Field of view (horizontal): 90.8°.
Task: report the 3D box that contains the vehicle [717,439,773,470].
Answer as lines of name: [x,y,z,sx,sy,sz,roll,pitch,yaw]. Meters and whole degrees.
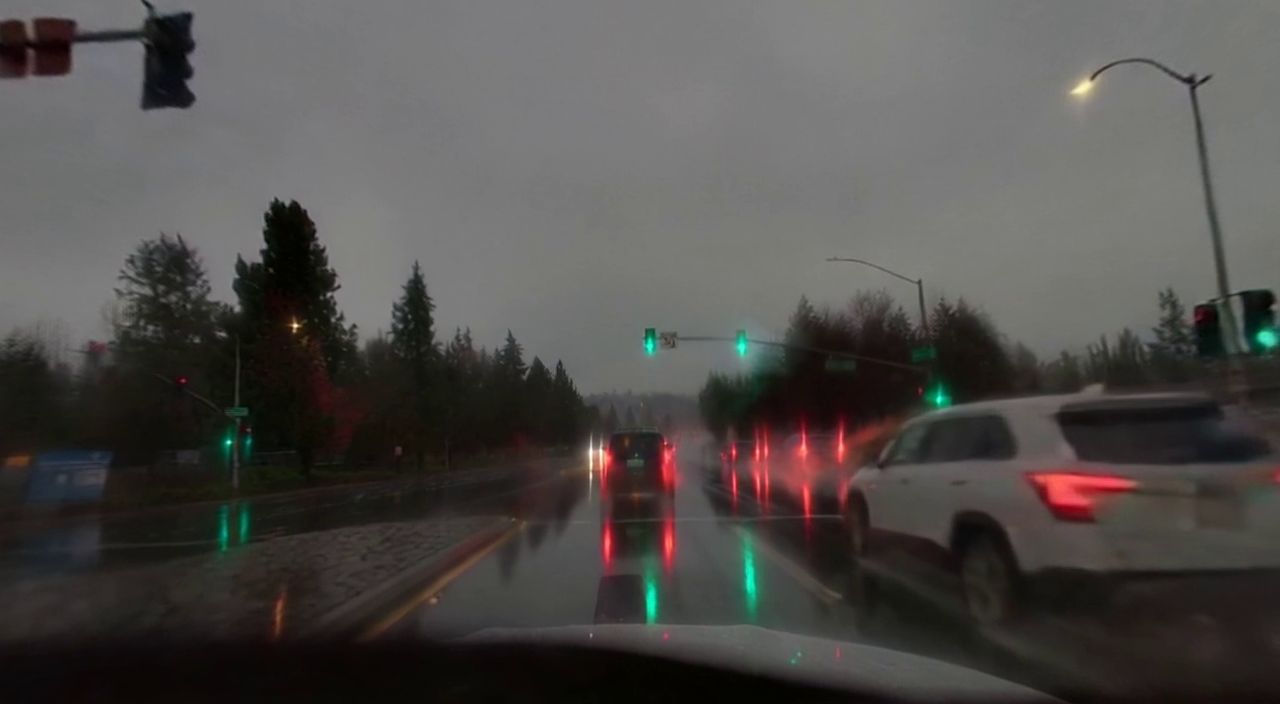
vehicle: [6.339,6.296,38.930,2.440,1.775,4.791,0,-9,-2]

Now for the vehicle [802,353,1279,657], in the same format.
vehicle: [3.399,1.290,6.420,2.057,1.788,5.216,-1,-9,0]

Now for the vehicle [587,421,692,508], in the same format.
vehicle: [-0.059,2.834,16.237,2.353,1.894,4.122,0,-9,-1]
